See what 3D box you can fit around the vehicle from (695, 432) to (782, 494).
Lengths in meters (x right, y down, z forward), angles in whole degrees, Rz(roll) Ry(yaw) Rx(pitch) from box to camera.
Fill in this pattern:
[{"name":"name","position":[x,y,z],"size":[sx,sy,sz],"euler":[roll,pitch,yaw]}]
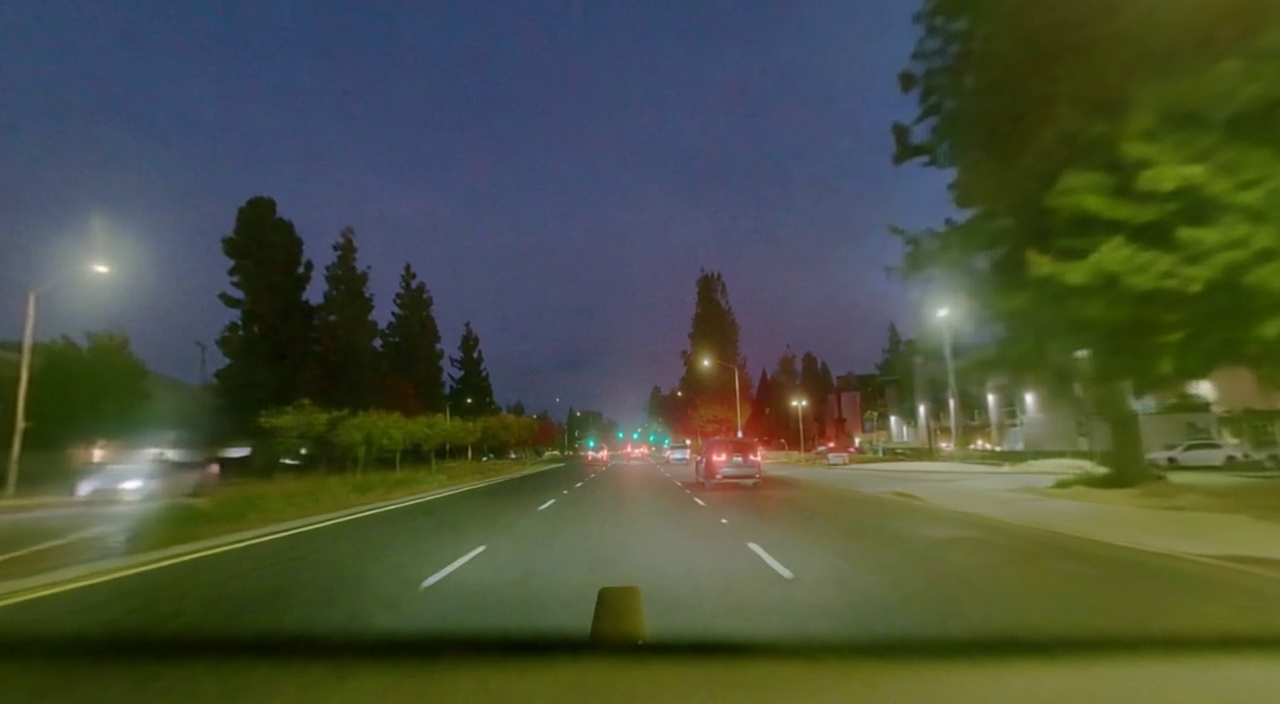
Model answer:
[{"name":"vehicle","position":[3.122,3.644,21.011],"size":[2.060,1.816,4.343],"euler":[0,-9,-2]}]

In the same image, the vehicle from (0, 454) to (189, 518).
[{"name":"vehicle","position":[-16.254,3.910,18.996],"size":[1.988,1.619,4.561],"euler":[0,-9,0]}]

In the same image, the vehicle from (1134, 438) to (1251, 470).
[{"name":"vehicle","position":[30.338,5.586,34.788],"size":[4.607,1.683,2.217],"euler":[1,-9,-8]}]
